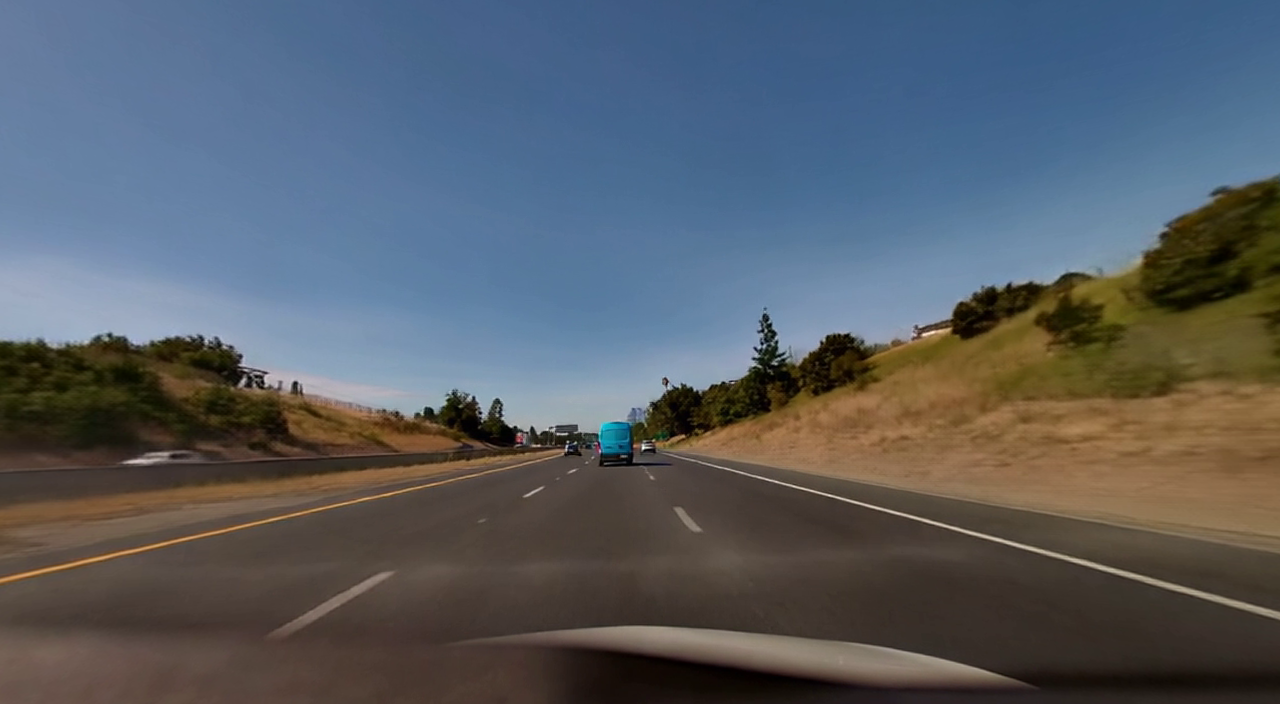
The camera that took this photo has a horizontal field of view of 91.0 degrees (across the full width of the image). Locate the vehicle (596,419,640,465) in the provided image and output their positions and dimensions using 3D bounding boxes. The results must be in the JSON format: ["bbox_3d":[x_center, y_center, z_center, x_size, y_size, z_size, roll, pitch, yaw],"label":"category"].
[{"bbox_3d":[-1.229,5.256,36.657,2.329,2.483,5.428,0,-8,-1],"label":"vehicle"}]
